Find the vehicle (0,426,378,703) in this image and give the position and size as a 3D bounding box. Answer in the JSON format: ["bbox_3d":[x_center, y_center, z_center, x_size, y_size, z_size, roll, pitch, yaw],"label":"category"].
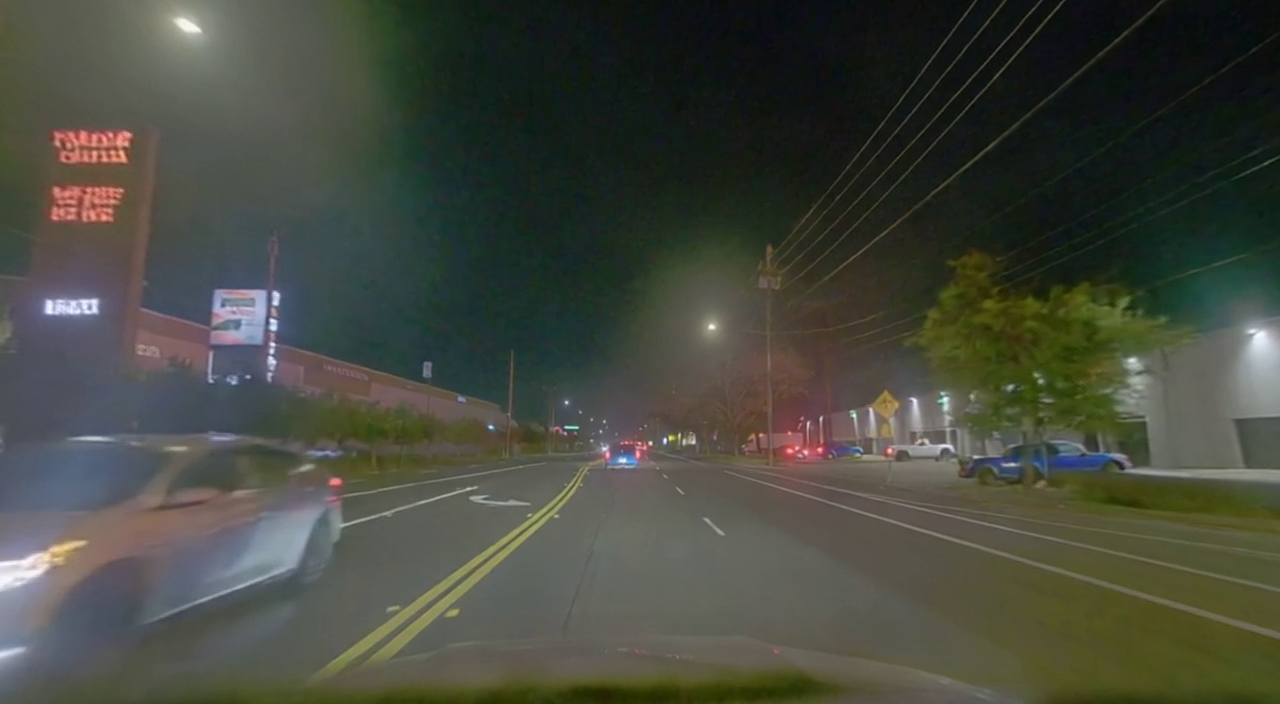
[{"bbox_3d":[-3.782,1.353,4.798,1.863,1.435,4.204,0,-8,-1],"label":"vehicle"}]

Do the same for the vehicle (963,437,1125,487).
[{"bbox_3d":[18.120,4.922,28.761,2.423,2.005,5.671,4,-9,-25],"label":"vehicle"}]

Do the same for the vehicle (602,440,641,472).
[{"bbox_3d":[-0.972,5.519,33.756,1.937,1.588,3.746,0,-8,-1],"label":"vehicle"}]
